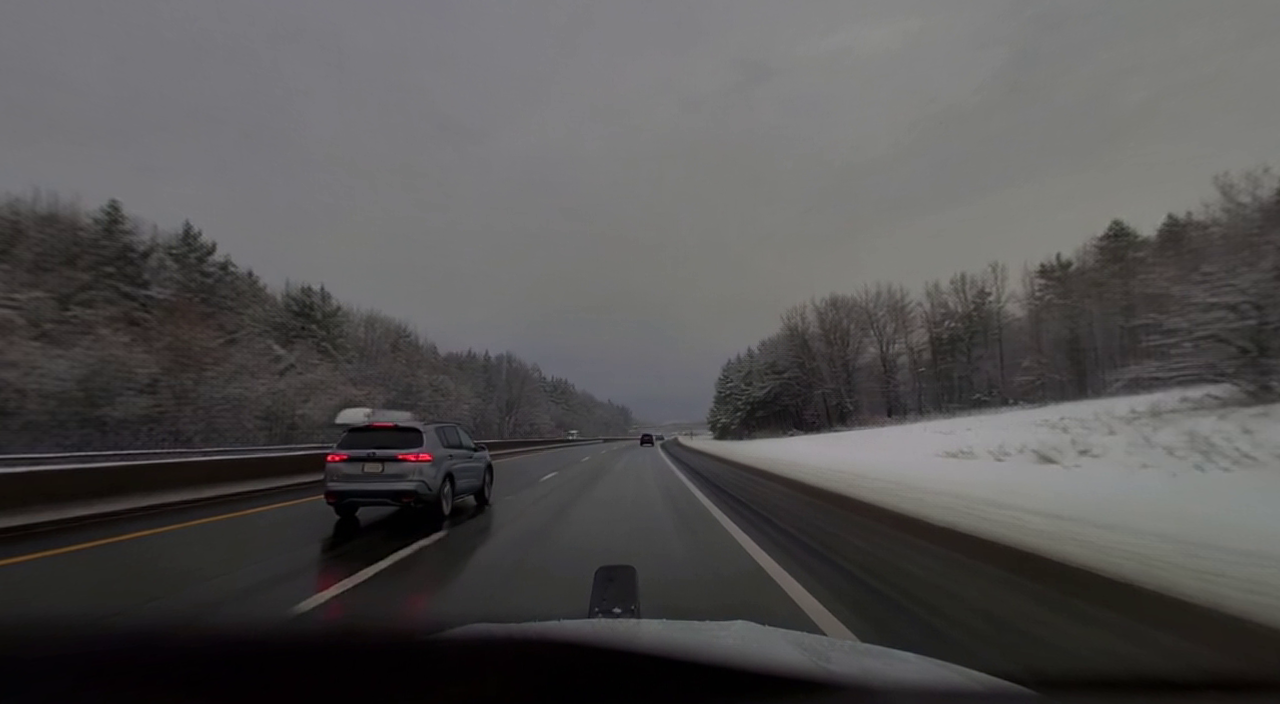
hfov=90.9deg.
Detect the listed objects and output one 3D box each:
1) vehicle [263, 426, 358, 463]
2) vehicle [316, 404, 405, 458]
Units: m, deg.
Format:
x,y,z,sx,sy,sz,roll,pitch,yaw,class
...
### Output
x,y,z,sx,sy,sz,roll,pitch,yaw,class
-16.834,4.746,32.586,1.990,1.748,5.262,0,-7,1,vehicle
-16.766,4.824,38.314,2.504,2.967,5.931,0,-7,1,vehicle
